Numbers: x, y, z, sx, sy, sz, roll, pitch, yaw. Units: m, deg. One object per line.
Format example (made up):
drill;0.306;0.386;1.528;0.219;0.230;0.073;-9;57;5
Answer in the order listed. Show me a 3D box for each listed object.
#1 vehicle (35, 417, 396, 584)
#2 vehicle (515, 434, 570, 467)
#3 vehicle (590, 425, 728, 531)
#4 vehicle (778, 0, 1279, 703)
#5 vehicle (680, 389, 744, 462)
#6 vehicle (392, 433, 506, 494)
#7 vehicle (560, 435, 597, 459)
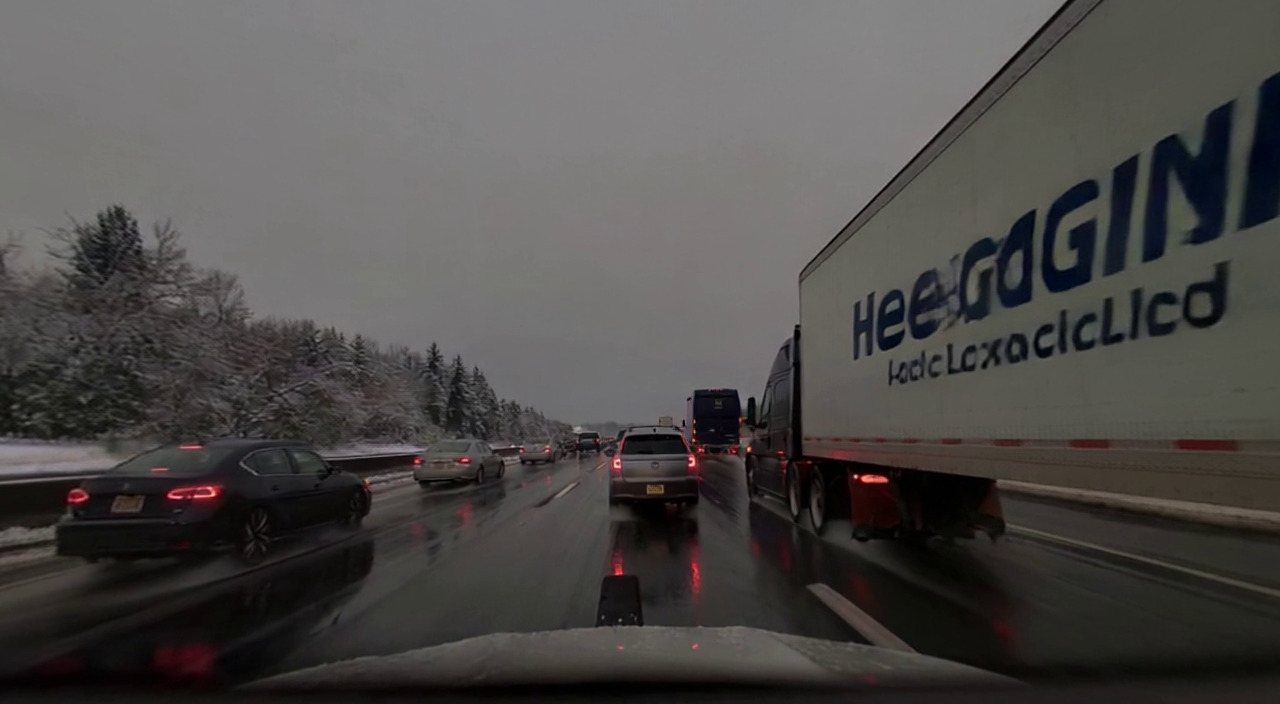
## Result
vehicle;-4.607;1.611;7.662;1.821;1.514;3.677;0;-8;0
vehicle;-4.682;4.770;30.791;1.887;1.493;4.411;0;-8;1
vehicle;0.262;2.054;10.903;1.973;1.505;3.568;0;-8;0
vehicle;3.986;-0.095;4.042;2.817;3.989;14.321;0;-8;-1
vehicle;4.500;5.086;42.610;2.892;4.101;14.252;0;-8;1
vehicle;-5.094;2.993;17.413;1.880;1.458;3.978;0;-8;0
vehicle;-4.055;6.344;42.307;2.005;1.475;4.466;0;-8;1
